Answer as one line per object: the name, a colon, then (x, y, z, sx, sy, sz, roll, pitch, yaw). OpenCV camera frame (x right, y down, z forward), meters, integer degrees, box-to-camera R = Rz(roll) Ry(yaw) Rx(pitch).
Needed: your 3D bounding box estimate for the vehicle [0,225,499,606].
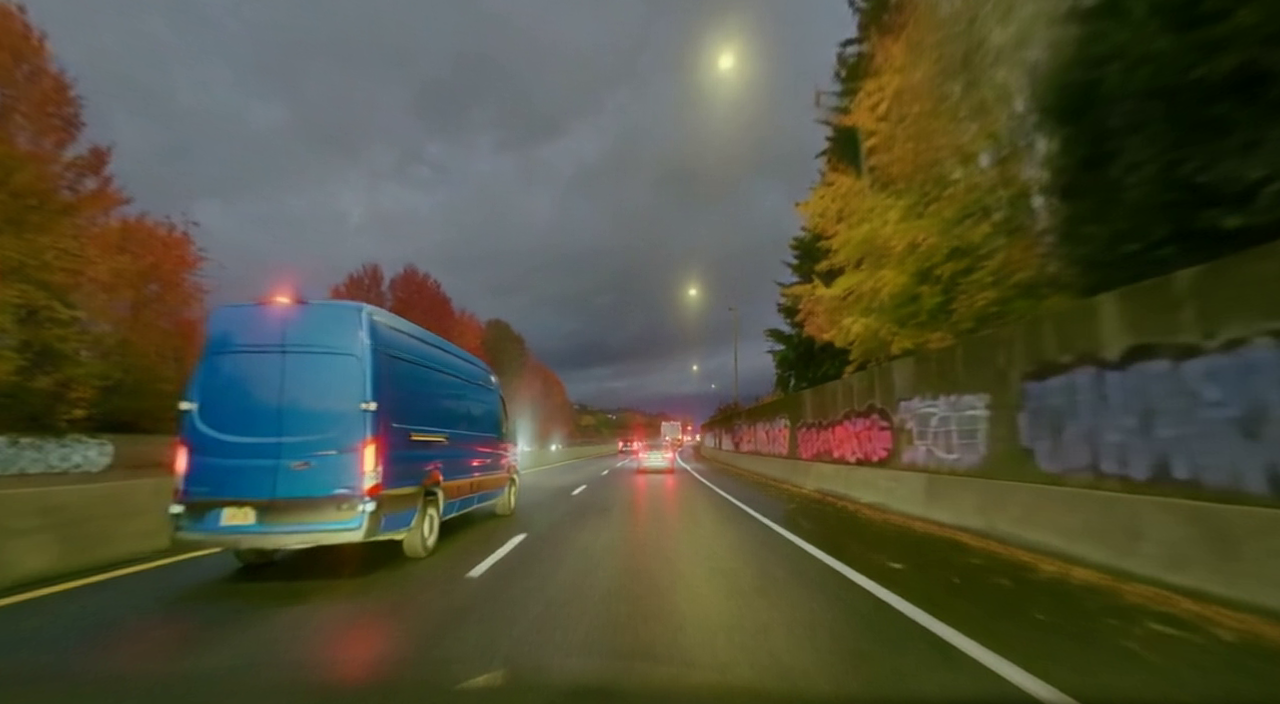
vehicle: (-3.342, 0.771, 7.130, 2.334, 2.769, 5.087, 0, -8, -1)

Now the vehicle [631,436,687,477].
vehicle: (0.728, 4.130, 25.119, 2.071, 1.487, 3.948, 0, -8, 1)
